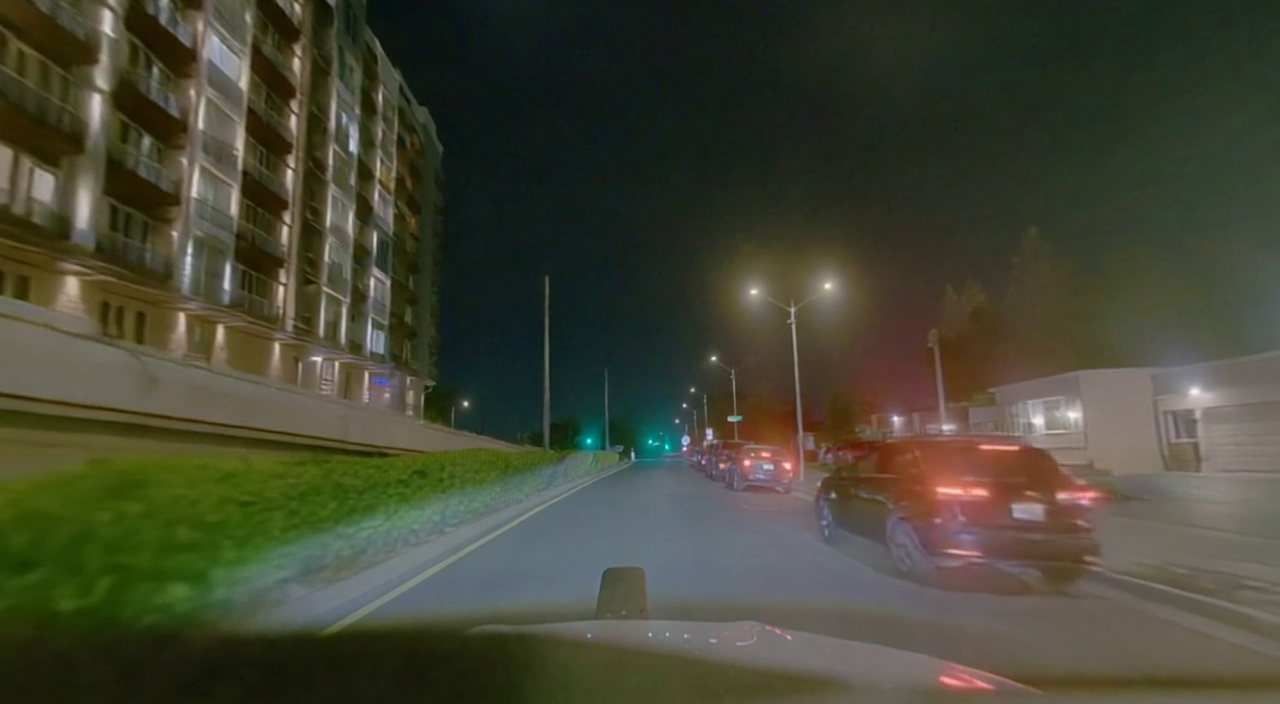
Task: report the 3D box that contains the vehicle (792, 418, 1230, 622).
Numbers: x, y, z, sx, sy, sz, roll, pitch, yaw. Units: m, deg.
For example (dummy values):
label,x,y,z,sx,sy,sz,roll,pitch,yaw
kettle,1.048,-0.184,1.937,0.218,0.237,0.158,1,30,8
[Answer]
label,x,y,z,sx,sy,sz,roll,pitch,yaw
vehicle,3.282,1.575,6.969,2.024,1.475,4.565,0,-9,-1

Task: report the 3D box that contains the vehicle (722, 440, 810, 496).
label,x,y,z,sx,sy,sz,roll,pitch,yaw
vehicle,3.581,3.371,18.735,1.848,1.442,4.425,-1,-9,2
